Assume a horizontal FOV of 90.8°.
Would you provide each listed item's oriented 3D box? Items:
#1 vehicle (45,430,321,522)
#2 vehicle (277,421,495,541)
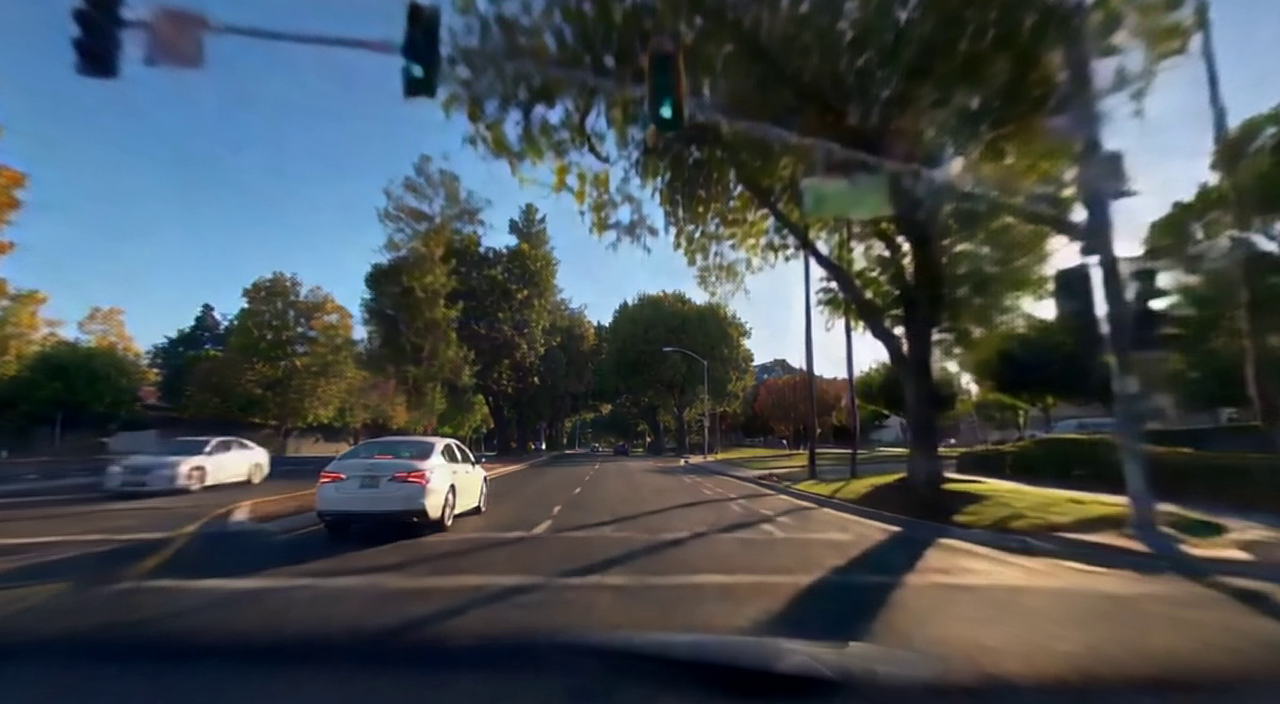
[{"bbox_3d":[-8.721,2.373,12.795,2.080,1.460,4.756,1,-8,-1],"label":"vehicle"},{"bbox_3d":[-3.780,1.988,10.379,1.915,1.521,4.283,0,-8,-2],"label":"vehicle"}]
